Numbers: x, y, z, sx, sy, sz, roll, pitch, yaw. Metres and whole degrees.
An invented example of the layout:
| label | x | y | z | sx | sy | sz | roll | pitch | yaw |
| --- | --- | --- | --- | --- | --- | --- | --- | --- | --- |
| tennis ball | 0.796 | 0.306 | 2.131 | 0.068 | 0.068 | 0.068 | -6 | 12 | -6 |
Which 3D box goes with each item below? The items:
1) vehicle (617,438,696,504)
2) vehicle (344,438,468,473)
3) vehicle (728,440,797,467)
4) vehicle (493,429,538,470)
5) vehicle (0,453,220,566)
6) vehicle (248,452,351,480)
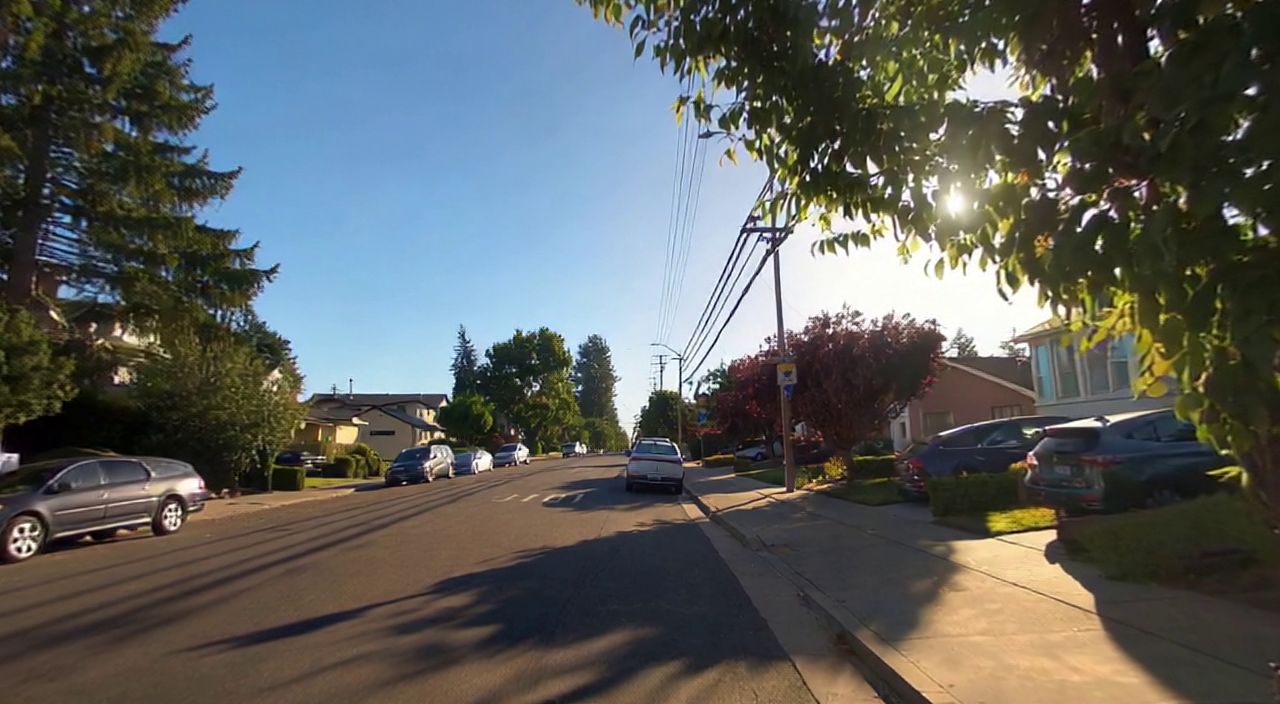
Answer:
| label | x | y | z | sx | sy | sz | roll | pitch | yaw |
| --- | --- | --- | --- | --- | --- | --- | --- | --- | --- |
| vehicle | 0.469 | 3.134 | 16.987 | 1.908 | 1.572 | 3.105 | 0 | -9 | 2 |
| vehicle | -13.978 | 6.208 | 38.051 | 6.488 | 2.009 | 2.354 | 0 | -9 | 1 |
| vehicle | 7.857 | 6.518 | 40.711 | 4.075 | 1.674 | 1.811 | 0 | -9 | 0 |
| vehicle | -9.447 | 7.460 | 48.539 | 2.199 | 2.902 | 5.848 | 0 | -8 | 1 |
| vehicle | -9.495 | 2.425 | 10.394 | 1.968 | 1.449 | 4.502 | 0 | -9 | 2 |
| vehicle | -18.206 | 6.100 | 33.935 | 4.481 | 1.420 | 1.712 | 1 | -9 | -3 |
